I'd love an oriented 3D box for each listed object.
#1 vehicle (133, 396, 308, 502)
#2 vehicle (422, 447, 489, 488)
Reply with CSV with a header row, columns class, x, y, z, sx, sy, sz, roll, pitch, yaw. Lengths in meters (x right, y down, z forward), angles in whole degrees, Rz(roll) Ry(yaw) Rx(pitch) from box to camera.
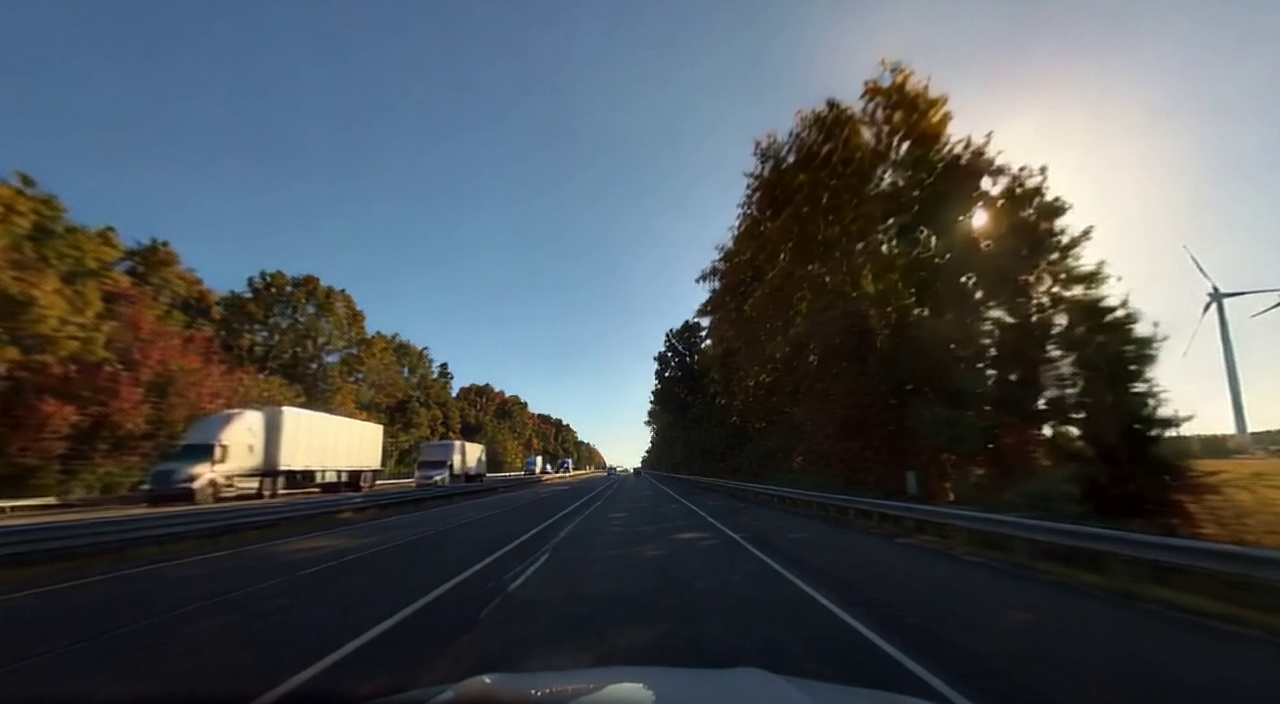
class,x,y,z,sx,sy,sz,roll,pitch,yaw
vehicle,-16.938,4.087,26.106,2.950,3.846,5.918,1,-10,-1
vehicle,-12.295,7.806,42.664,2.330,2.510,7.073,1,-10,0
